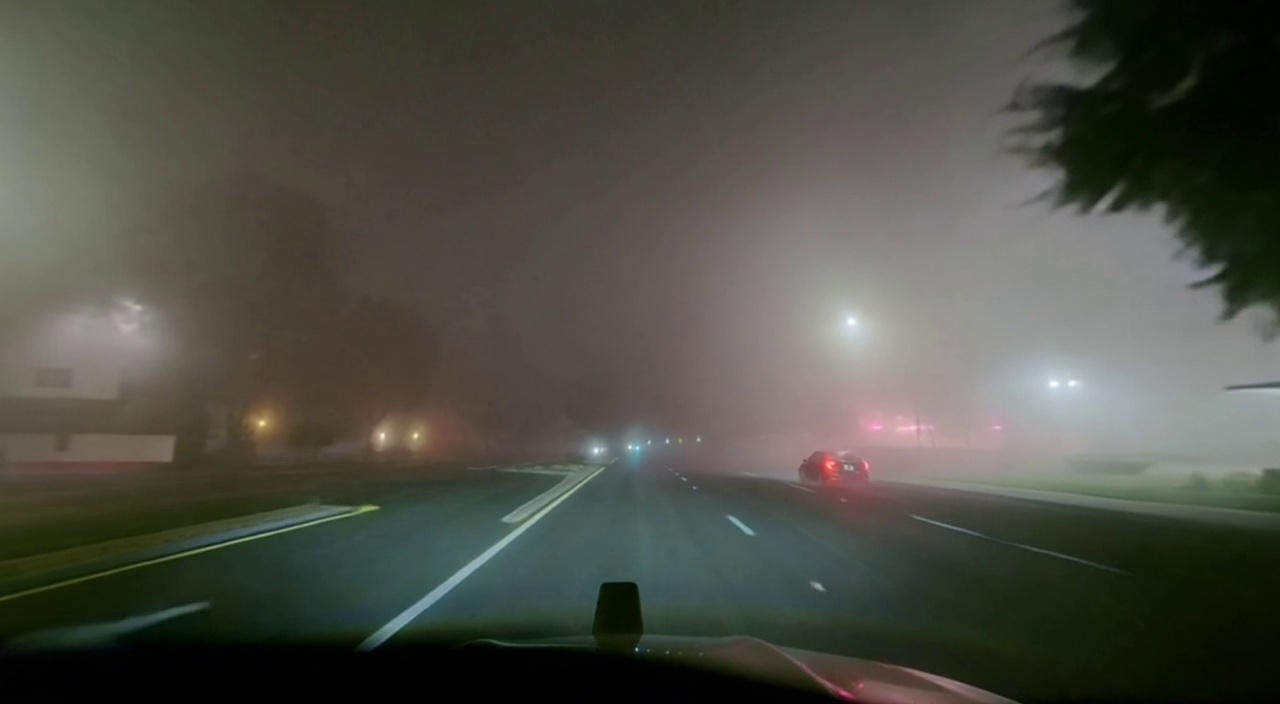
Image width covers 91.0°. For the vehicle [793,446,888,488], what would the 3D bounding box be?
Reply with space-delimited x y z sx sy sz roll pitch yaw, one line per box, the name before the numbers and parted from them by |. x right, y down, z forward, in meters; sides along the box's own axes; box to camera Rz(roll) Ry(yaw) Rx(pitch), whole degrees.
vehicle | 7.449 4.306 23.897 2.054 1.421 4.487 0 -9 -1
